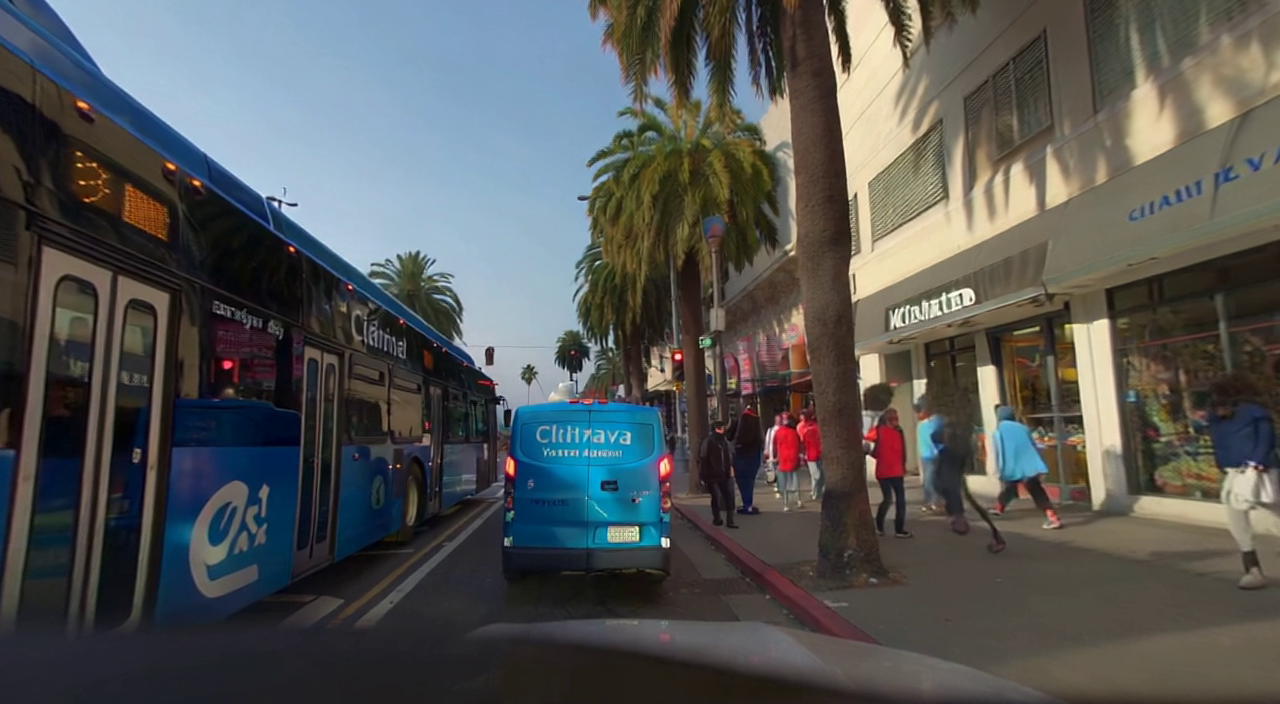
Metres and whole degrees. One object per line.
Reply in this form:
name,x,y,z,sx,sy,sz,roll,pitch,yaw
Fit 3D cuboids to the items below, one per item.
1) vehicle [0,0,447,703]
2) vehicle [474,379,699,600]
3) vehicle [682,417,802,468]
vehicle,-3.761,0.129,3.037,2.863,3.233,11.573,0,-8,-4
vehicle,-0.791,1.521,7.802,2.002,1.907,4.211,1,-9,-9
vehicle,4.643,4.182,29.237,4.996,2.251,2.283,1,-8,-6
